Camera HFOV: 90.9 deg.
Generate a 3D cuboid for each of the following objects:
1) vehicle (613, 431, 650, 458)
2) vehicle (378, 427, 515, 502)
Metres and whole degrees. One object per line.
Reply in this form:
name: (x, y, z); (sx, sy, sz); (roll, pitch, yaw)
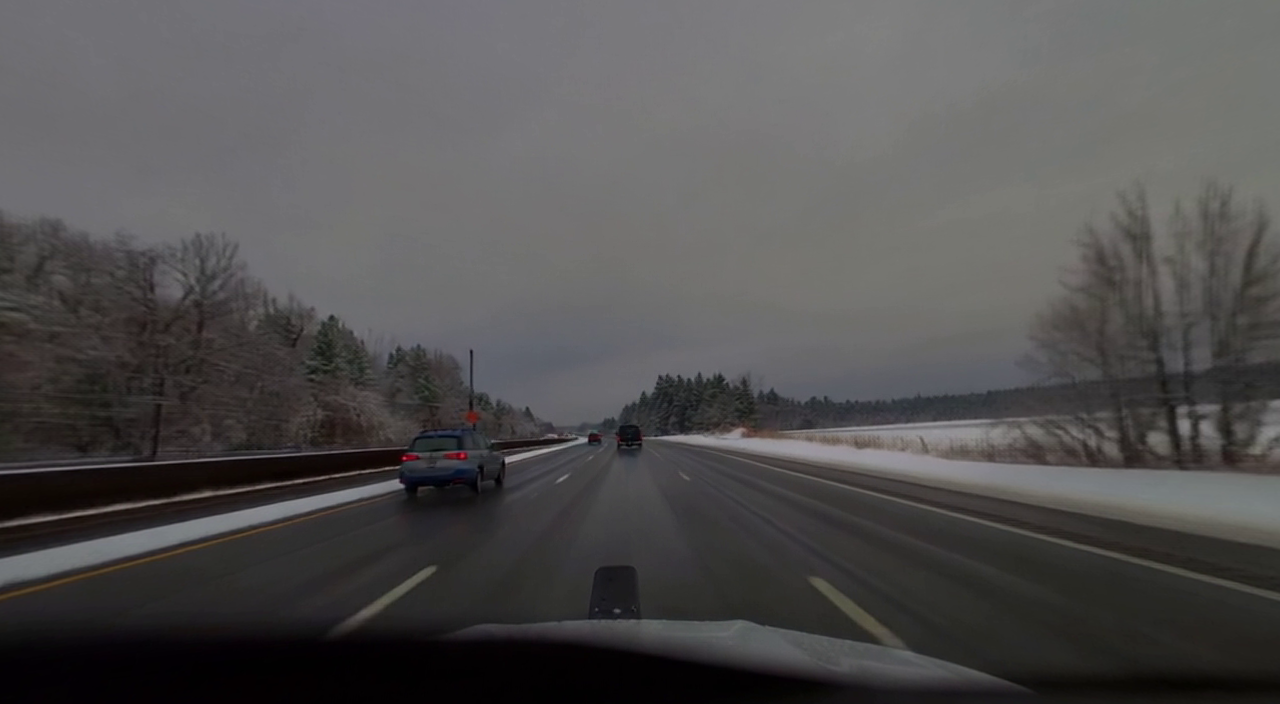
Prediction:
vehicle: (-0.545, 5.806, 39.622); (2.162, 1.616, 4.242); (0, -8, -1)
vehicle: (-4.310, 2.551, 14.784); (1.931, 1.483, 4.105); (0, -8, 0)
